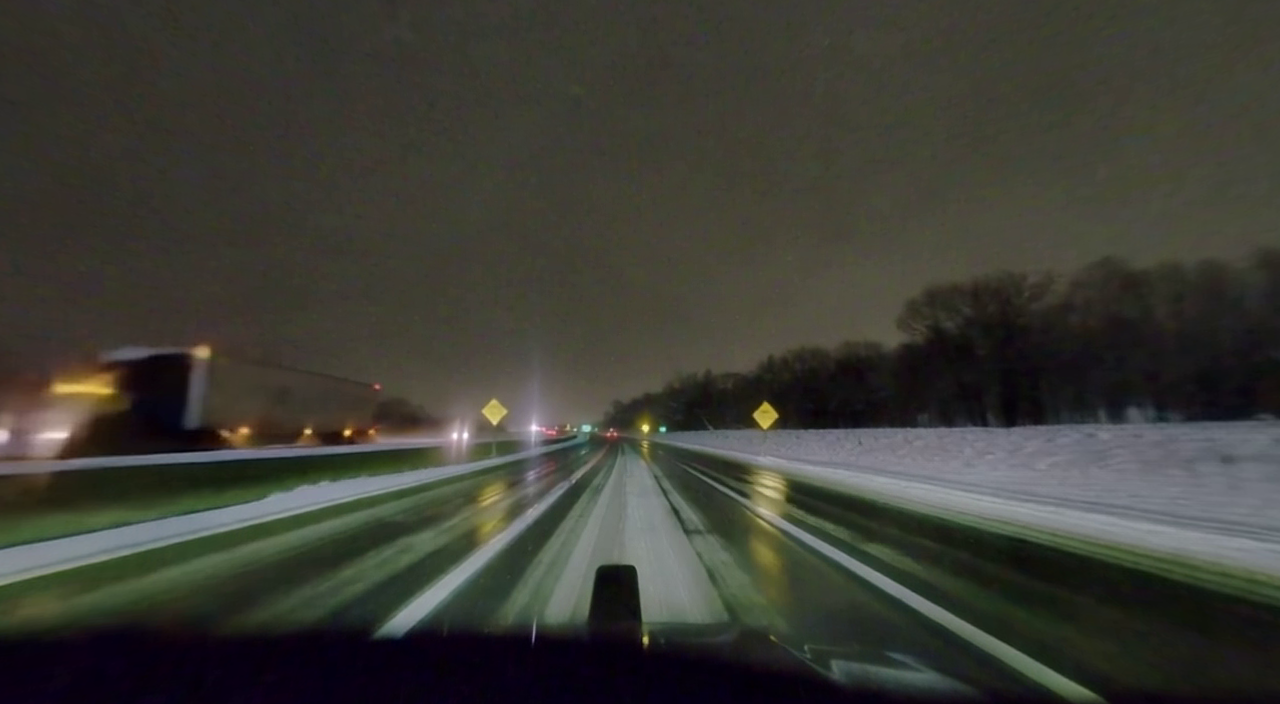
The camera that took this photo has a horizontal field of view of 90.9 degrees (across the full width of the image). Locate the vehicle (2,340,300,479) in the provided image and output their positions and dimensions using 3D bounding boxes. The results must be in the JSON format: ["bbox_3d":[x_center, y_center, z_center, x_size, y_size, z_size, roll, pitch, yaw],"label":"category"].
[{"bbox_3d":[-16.854,2.321,23.363,3.034,4.039,10.195,0,-8,-2],"label":"vehicle"}]
